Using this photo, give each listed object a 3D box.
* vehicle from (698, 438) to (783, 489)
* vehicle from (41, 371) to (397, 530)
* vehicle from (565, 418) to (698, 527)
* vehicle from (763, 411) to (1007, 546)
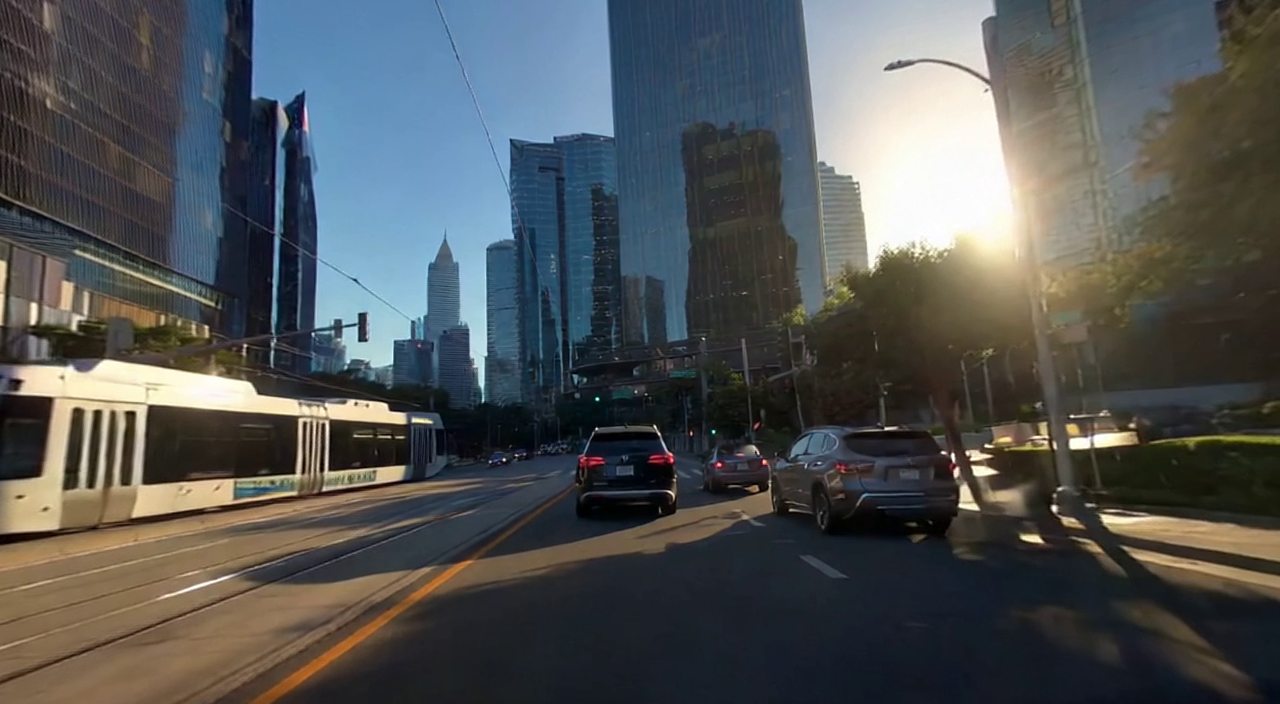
[{"bbox_3d":[3.181,3.625,20.926,1.993,1.480,4.324,0,-8,-2],"label":"vehicle"},{"bbox_3d":[-10.971,2.852,18.730,3.053,3.359,10.539,0,-8,2],"label":"vehicle"},{"bbox_3d":[-0.192,2.301,12.587,2.178,1.779,4.255,0,-8,-1],"label":"vehicle"},{"bbox_3d":[3.597,1.960,10.454,2.029,1.717,4.624,0,-8,-2],"label":"vehicle"}]
